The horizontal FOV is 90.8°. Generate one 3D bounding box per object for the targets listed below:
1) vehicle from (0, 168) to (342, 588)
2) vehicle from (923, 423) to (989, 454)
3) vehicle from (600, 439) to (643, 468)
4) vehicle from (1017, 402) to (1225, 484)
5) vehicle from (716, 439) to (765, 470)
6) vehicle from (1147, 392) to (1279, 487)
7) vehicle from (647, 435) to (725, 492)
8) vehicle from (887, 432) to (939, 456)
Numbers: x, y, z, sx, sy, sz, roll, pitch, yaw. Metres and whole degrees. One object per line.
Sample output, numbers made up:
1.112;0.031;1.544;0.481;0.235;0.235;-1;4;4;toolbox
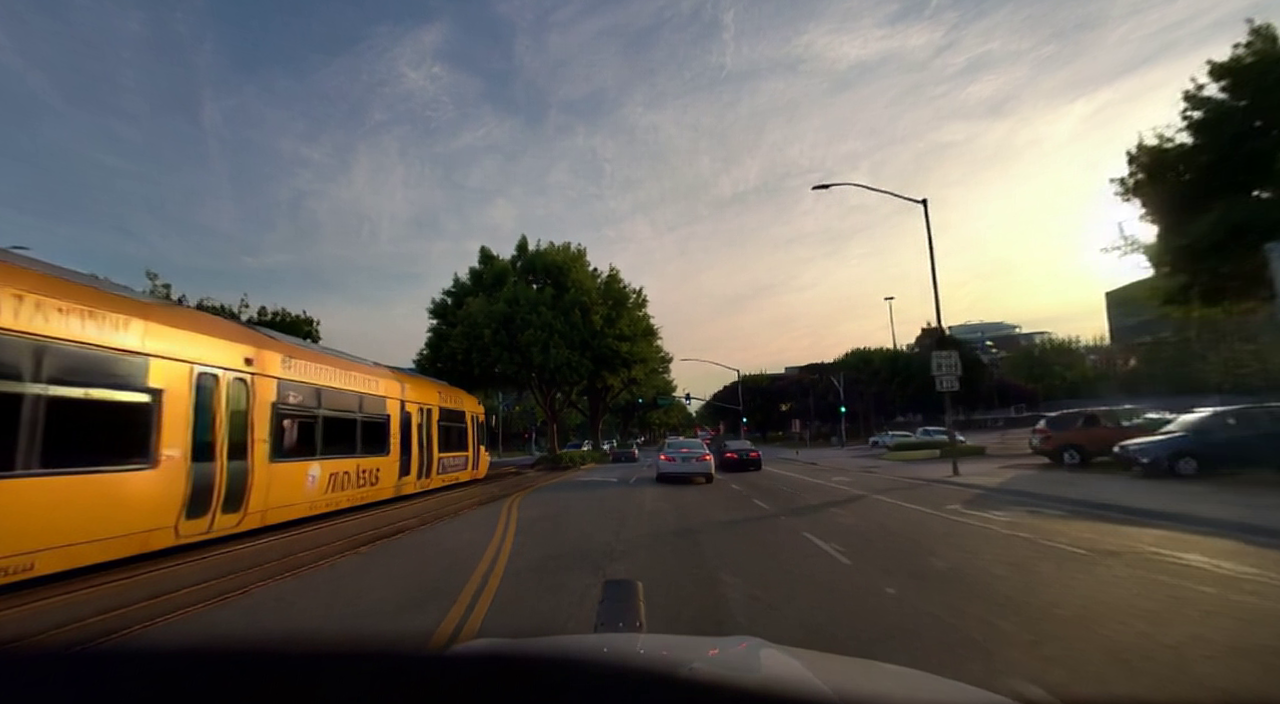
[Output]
-7.160;0.121;4.707;2.897;3.700;13.528;0;-7;2;vehicle
20.675;5.701;41.529;2.116;1.937;4.515;-1;-8;3;vehicle
-0.985;5.653;35.361;2.118;1.478;4.076;0;-8;2;vehicle
14.441;2.729;19.596;2.221;2.116;5.535;-1;-6;2;vehicle
5.125;5.278;32.760;1.944;1.447;4.392;0;-8;1;vehicle
14.133;1.867;13.465;2.145;1.911;5.581;-1;-8;3;vehicle
1.235;3.195;18.527;2.002;1.471;4.337;0;-8;2;vehicle
18.142;6.127;42.165;1.831;1.545;3.872;0;-8;1;vehicle
